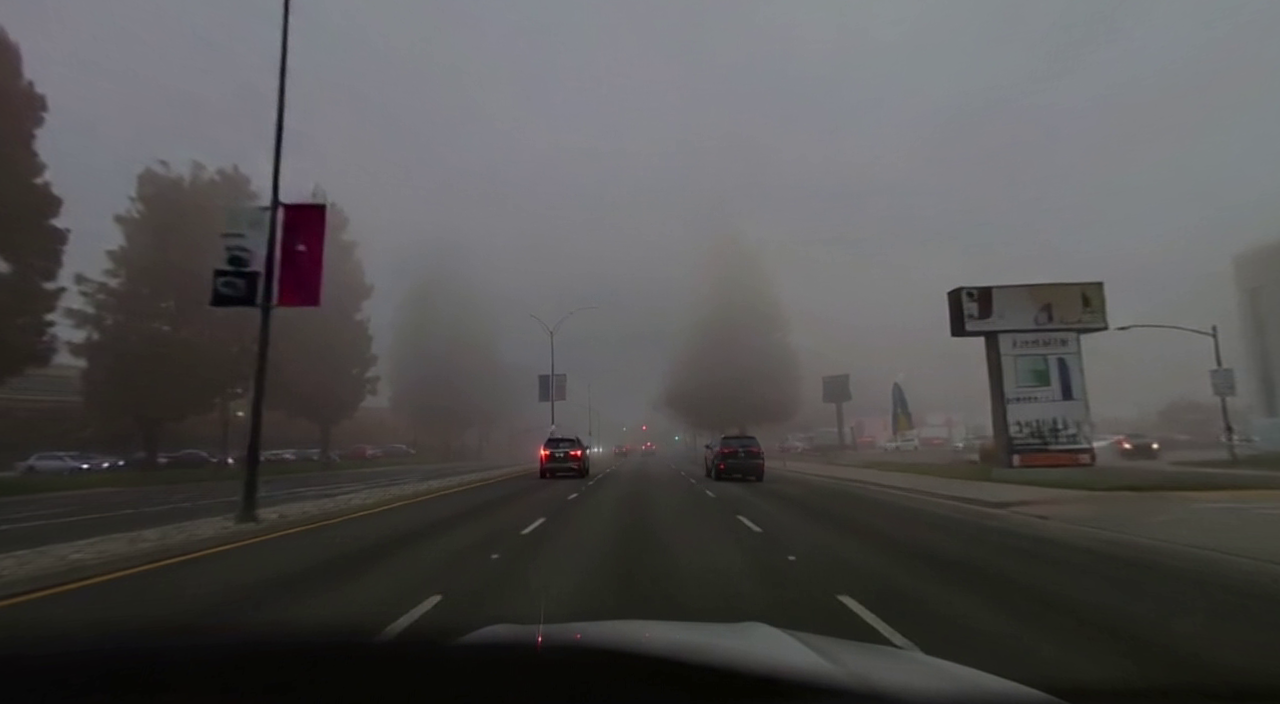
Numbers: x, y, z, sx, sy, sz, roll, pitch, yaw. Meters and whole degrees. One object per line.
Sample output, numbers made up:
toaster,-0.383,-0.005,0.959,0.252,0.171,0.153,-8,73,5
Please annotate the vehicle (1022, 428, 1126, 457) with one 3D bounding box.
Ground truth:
vehicle,27.204,5.707,39.462,4.699,1.608,2.379,-2,-9,-2

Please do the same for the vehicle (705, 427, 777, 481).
vehicle,3.856,3.986,24.765,2.024,1.921,4.431,0,-8,-1

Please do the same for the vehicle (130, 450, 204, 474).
vehicle,-36.473,8.438,48.566,2.124,1.713,4.465,0,-8,2

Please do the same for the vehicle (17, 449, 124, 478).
vehicle,-36.481,7.116,40.418,2.102,1.730,5.018,0,-8,1

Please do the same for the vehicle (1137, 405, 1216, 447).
vehicle,33.589,4.666,39.353,2.852,2.462,2.062,-1,-9,0

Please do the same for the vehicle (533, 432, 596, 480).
vehicle,-3.018,4.269,26.036,2.014,1.775,4.404,0,-8,1

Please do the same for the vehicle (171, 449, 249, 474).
vehicle,-33.133,8.426,48.615,2.099,1.792,5.422,0,-8,2
